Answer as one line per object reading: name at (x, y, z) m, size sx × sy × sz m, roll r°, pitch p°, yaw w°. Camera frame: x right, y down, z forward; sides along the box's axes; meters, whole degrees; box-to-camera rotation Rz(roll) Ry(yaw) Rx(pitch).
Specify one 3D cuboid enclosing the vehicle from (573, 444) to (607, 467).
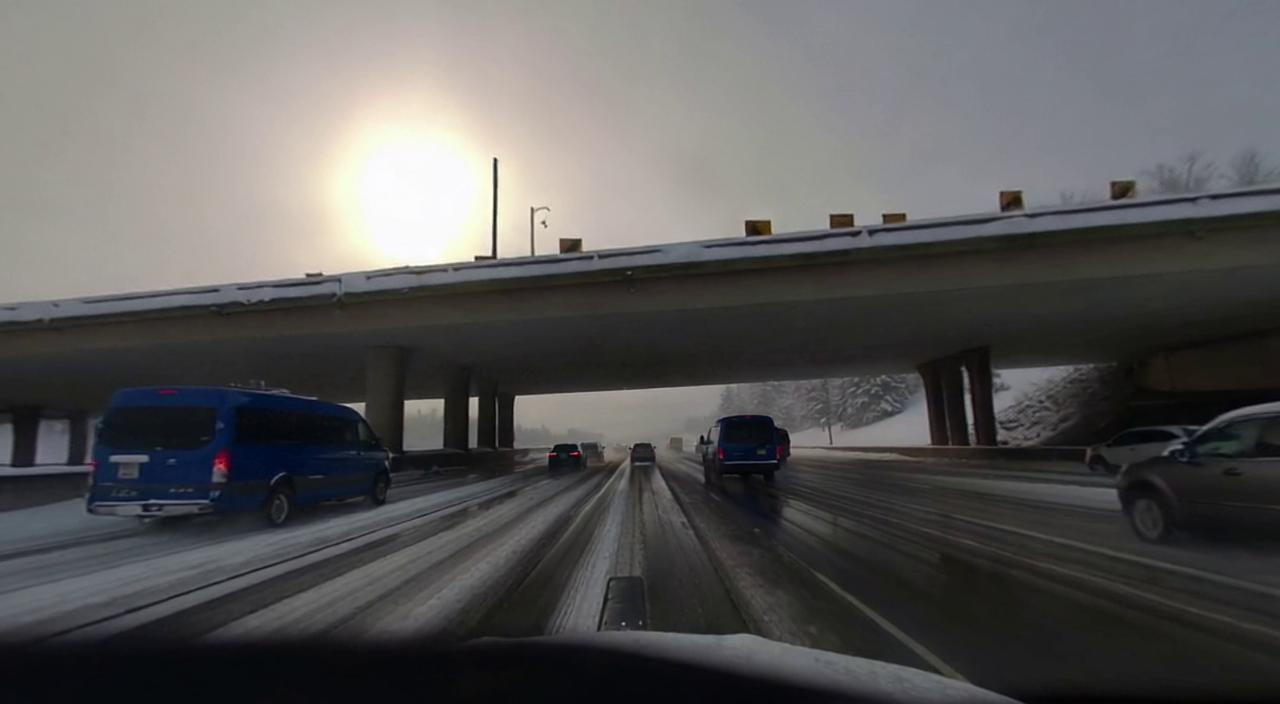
vehicle at (-3.356, 7.059, 43.292) m, size 1.970 × 1.483 × 4.071 m, roll 0°, pitch -9°, yaw 1°

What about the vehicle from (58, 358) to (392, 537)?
vehicle at (-7.588, 1.914, 12.868) m, size 2.336 × 2.708 × 6.421 m, roll 0°, pitch -8°, yaw 0°

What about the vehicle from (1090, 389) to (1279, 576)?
vehicle at (7.508, 1.248, 5.944) m, size 2.304 × 1.840 × 5.706 m, roll 0°, pitch -9°, yaw 0°

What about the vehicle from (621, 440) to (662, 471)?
vehicle at (0.085, 5.759, 35.362) m, size 2.115 × 1.617 × 4.102 m, roll 0°, pitch -9°, yaw 0°

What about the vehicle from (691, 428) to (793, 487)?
vehicle at (3.566, 3.888, 23.511) m, size 2.777 × 1.895 × 5.710 m, roll 0°, pitch -9°, yaw -1°
